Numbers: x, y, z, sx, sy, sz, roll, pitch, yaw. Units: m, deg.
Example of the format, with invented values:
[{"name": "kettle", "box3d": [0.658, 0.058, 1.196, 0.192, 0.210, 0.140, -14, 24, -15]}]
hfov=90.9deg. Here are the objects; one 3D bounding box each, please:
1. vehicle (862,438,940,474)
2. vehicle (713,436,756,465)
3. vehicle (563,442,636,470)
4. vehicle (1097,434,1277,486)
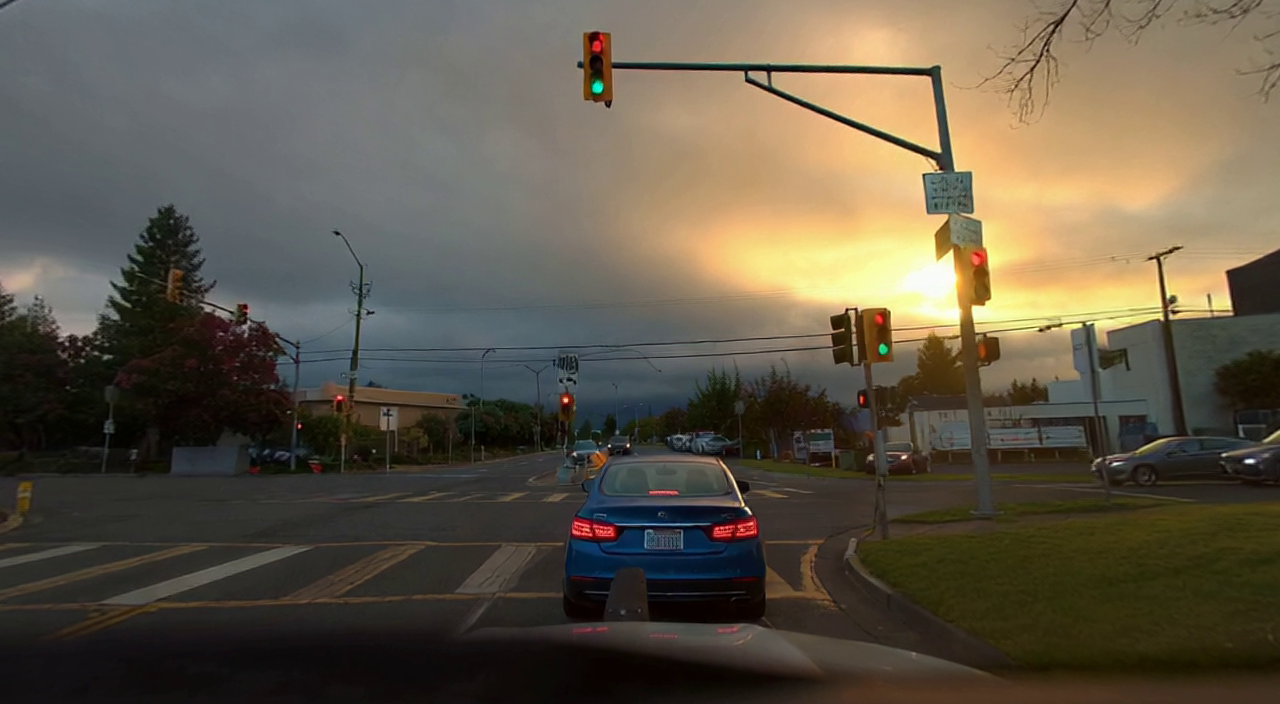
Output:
[{"name": "vehicle", "box3d": [12.398, 5.036, 30.252, 1.922, 1.529, 3.964, 0, -12, -1]}, {"name": "vehicle", "box3d": [6.912, 7.175, 46.196, 1.491, 2.041, 2.964, 6, -9, -33]}, {"name": "vehicle", "box3d": [-2.438, 6.151, 37.554, 3.991, 1.526, 1.868, -4, -9, 30]}, {"name": "vehicle", "box3d": [16.803, 3.321, 19.511, 3.876, 1.512, 1.784, 0, -8, -1]}]
